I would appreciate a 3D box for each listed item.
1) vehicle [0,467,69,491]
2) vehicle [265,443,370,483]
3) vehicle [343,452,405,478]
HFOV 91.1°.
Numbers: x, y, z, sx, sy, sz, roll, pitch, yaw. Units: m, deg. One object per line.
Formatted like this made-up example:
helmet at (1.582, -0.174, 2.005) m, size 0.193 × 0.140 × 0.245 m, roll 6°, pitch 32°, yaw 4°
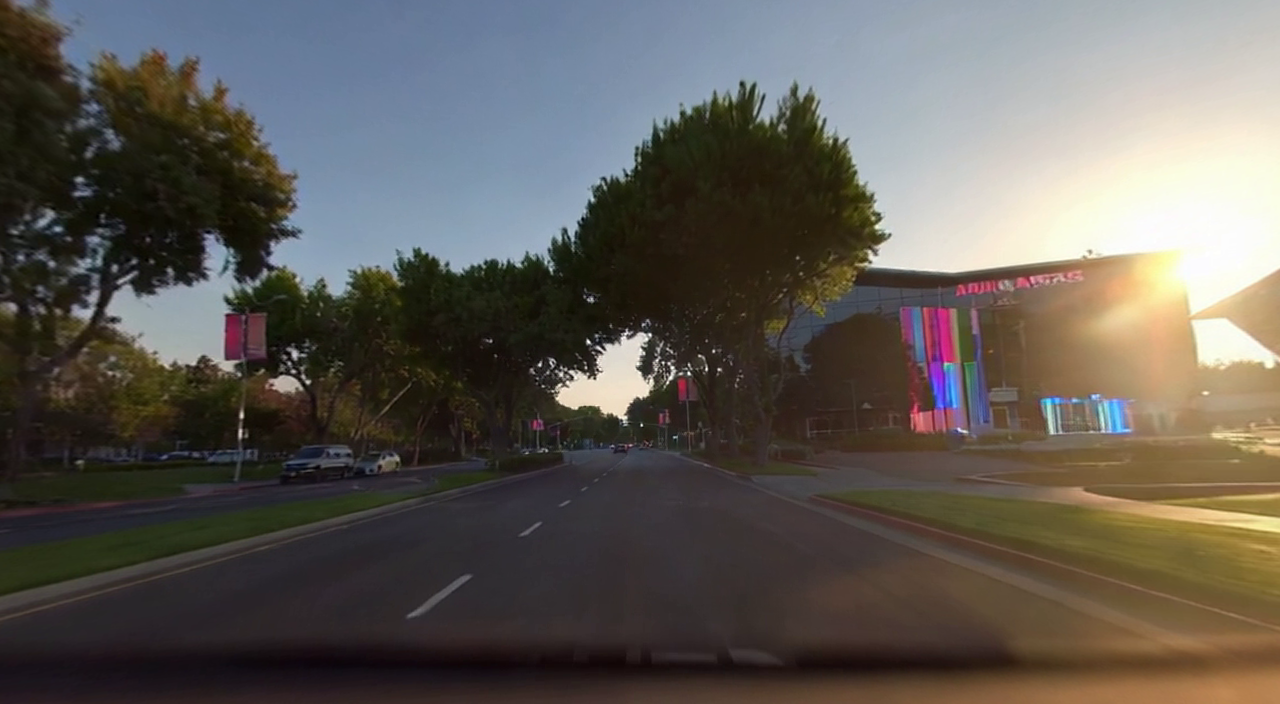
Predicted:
vehicle at (-47.787, 9.929, 49.201) m, size 1.997 × 1.624 × 4.576 m, roll -3°, pitch -9°, yaw -4°
vehicle at (-17.386, 6.005, 34.346) m, size 2.617 × 1.997 × 5.830 m, roll 0°, pitch -9°, yaw 0°
vehicle at (-17.521, 7.427, 41.582) m, size 1.933 × 1.521 × 4.771 m, roll 0°, pitch -9°, yaw 1°
